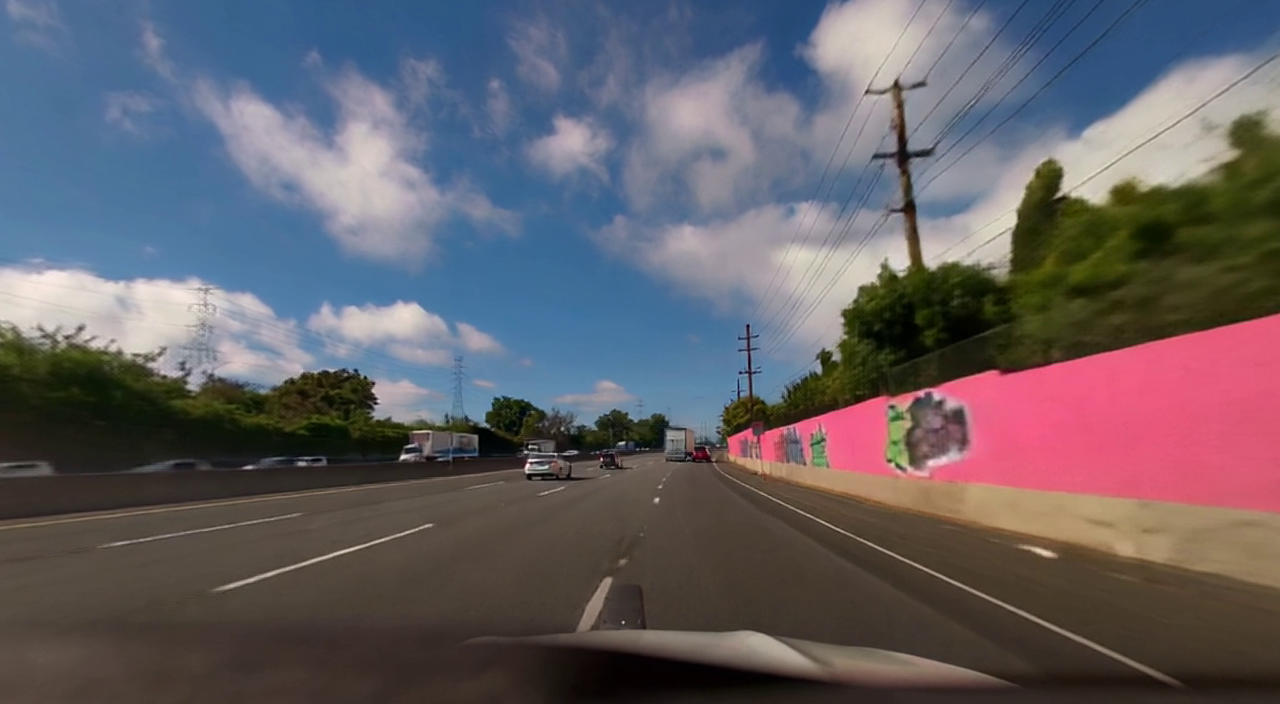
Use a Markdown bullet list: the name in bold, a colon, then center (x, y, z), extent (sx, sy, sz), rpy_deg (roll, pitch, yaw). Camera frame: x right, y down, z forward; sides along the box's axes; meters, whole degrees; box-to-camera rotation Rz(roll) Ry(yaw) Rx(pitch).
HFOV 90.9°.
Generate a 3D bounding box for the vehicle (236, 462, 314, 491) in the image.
- **vehicle**: center (-20.420, 6.952, 35.428), extent (1.805, 1.424, 3.934), rpy_deg (-1, -9, 4)

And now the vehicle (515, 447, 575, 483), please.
- **vehicle**: center (-4.343, 5.252, 29.497), extent (1.966, 1.565, 3.766), rpy_deg (-1, -9, 4)

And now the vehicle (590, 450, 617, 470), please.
- **vehicle**: center (-2.821, 8.487, 49.455), extent (1.708, 1.489, 2.840), rpy_deg (-1, -9, 5)

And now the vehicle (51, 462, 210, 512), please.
- **vehicle**: center (-17.013, 4.498, 21.348), extent (1.840, 1.431, 4.016), rpy_deg (-1, -9, 3)
